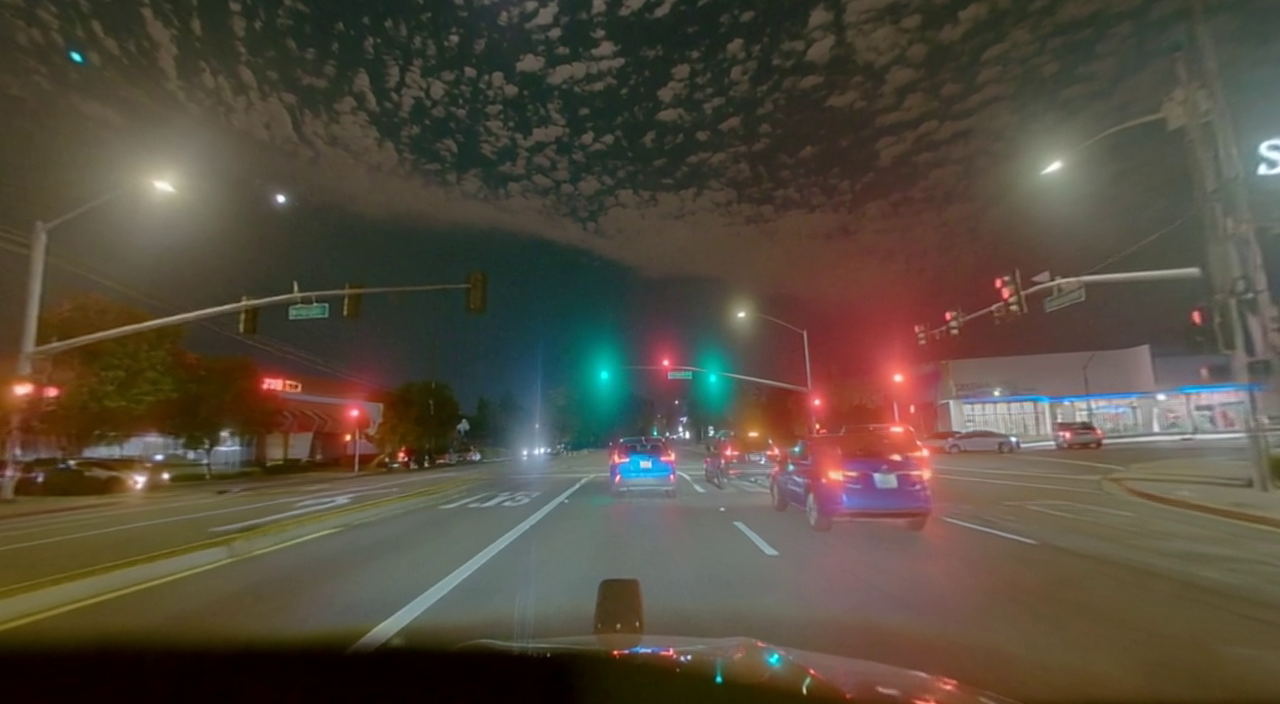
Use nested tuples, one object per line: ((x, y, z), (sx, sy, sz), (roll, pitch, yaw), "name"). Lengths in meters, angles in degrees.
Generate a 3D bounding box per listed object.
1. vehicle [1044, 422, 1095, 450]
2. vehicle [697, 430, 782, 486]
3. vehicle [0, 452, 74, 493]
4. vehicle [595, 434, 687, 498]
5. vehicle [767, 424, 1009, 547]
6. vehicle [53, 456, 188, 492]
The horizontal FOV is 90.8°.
((33.783, 6.647, 49.618), (2.237, 2.063, 5.099), (-8, -12, 43), "vehicle")
((3.154, 3.487, 21.098), (1.973, 1.633, 4.717), (0, -8, -1), "vehicle")
((-38.397, 7.354, 38.669), (5.135, 2.388, 2.288), (0, -8, -1), "vehicle")
((-0.018, 2.951, 16.730), (2.135, 1.468, 4.076), (0, -8, -1), "vehicle")
((3.496, 1.966, 10.060), (1.889, 1.473, 4.643), (0, -8, -1), "vehicle")
((-26.276, 6.156, 32.108), (4.780, 1.669, 2.232), (0, -8, -2), "vehicle")
